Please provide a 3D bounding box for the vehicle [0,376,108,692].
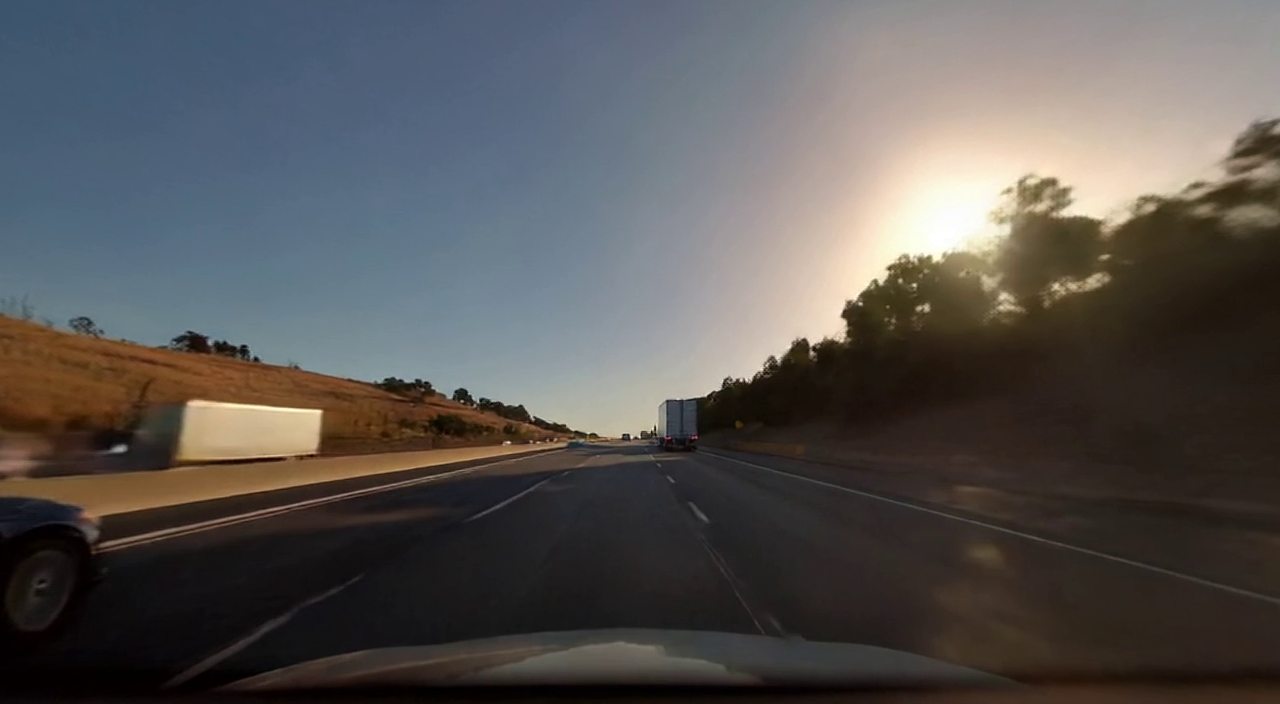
[{"bbox_3d":[-4.287,0.725,1.705,2.044,1.604,4.144,0,-8,-1],"label":"vehicle"}]
